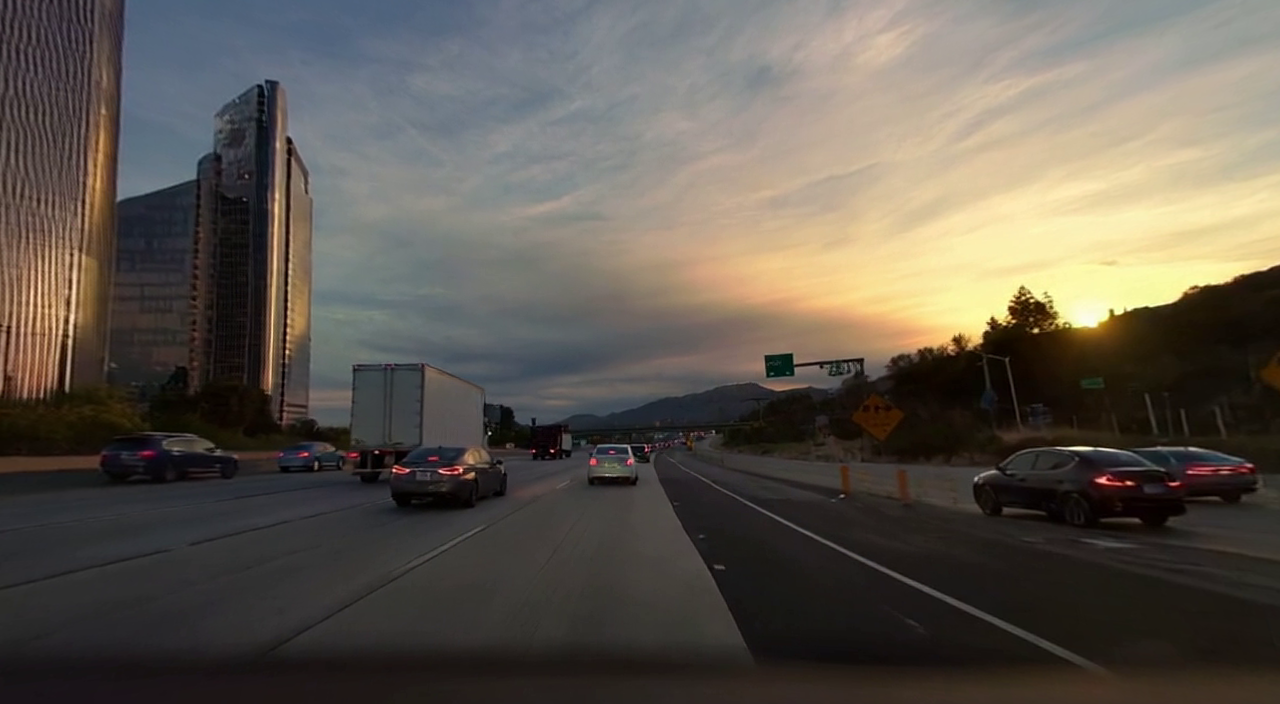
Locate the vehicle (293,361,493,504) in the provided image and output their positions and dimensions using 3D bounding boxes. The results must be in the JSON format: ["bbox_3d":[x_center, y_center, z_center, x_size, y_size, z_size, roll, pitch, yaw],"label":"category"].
[{"bbox_3d":[-6.768,2.510,19.054,2.955,3.359,8.322,1,-9,-3],"label":"vehicle"}]

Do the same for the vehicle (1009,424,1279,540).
[{"bbox_3d":[11.460,2.686,13.854,2.415,1.972,5.572,2,-9,-14],"label":"vehicle"}]

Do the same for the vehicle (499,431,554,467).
[{"bbox_3d":[-6.961,6.041,39.253,2.339,2.059,5.359,0,-9,1],"label":"vehicle"}]

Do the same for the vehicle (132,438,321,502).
[{"bbox_3d":[-11.114,3.176,17.470,1.987,1.495,4.710,0,-9,1],"label":"vehicle"}]

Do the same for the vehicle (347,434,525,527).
[{"bbox_3d":[-3.766,2.447,12.572,2.016,1.497,4.235,0,-9,1],"label":"vehicle"}]

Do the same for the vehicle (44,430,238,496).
[{"bbox_3d":[-14.653,3.280,18.957,1.990,1.722,4.641,0,-9,0],"label":"vehicle"}]

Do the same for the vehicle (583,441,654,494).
[{"bbox_3d":[-0.607,3.545,19.692,1.991,1.488,3.922,0,-9,0],"label":"vehicle"}]
